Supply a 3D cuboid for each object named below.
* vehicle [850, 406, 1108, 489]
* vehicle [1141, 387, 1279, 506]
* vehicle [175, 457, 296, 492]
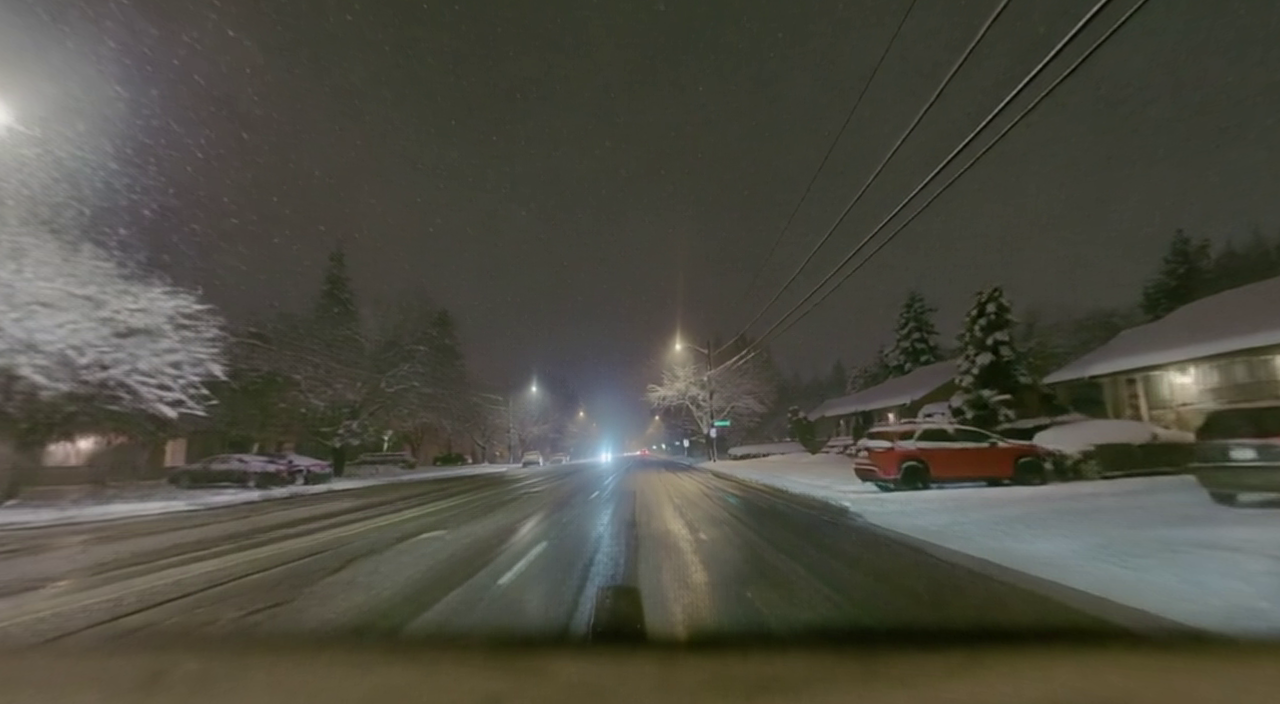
[{"bbox_3d":[9.385,2.737,18.046,5.933,2.038,2.382,1,-10,2],"label":"vehicle"},{"bbox_3d":[11.733,1.579,10.656,4.629,1.804,2.102,-1,-8,3],"label":"vehicle"},{"bbox_3d":[-18.841,5.657,29.506,4.450,1.409,1.990,7,-11,-38],"label":"vehicle"}]
